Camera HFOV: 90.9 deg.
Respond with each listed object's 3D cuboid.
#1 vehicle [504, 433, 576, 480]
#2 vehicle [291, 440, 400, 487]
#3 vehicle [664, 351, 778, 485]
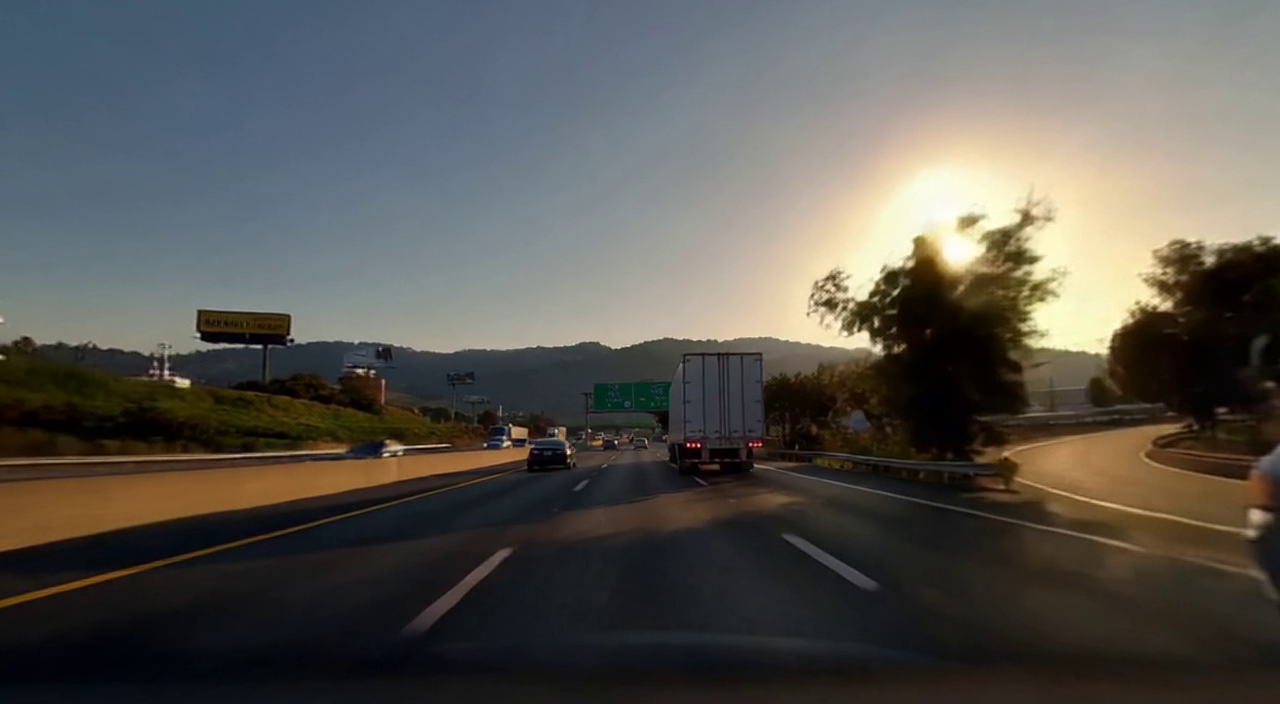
[{"bbox_3d":[-3.407,3.633,22.257,1.930,1.484,3.849,0,-8,0],"label":"vehicle"},{"bbox_3d":[-11.811,4.459,25.711,2.274,1.681,4.531,0,-8,-1],"label":"vehicle"},{"bbox_3d":[2.524,2.623,23.670,2.871,3.815,11.331,0,-8,1],"label":"vehicle"}]
